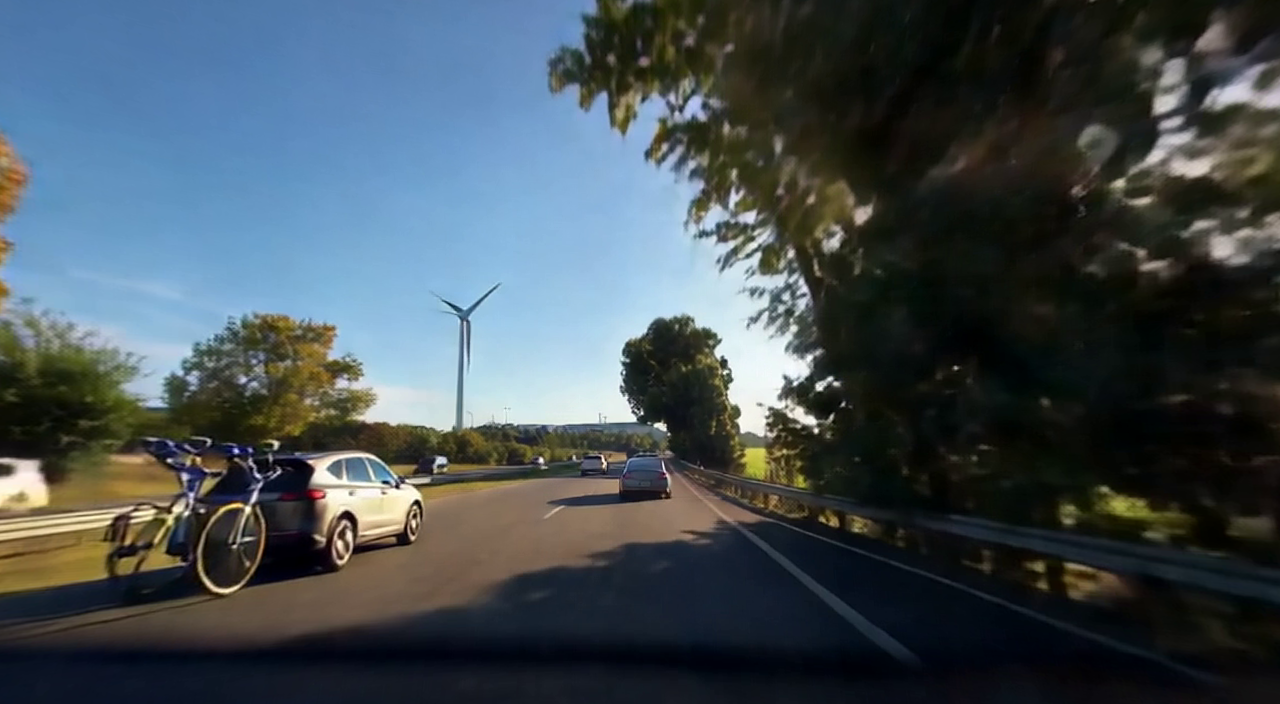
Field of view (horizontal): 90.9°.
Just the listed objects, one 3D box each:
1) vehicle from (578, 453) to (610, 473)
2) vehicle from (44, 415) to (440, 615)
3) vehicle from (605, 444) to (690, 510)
[{"bbox_3d":[-3.487,8.499,48.440,2.059,1.455,4.205,0,-9,0],"label":"vehicle"},{"bbox_3d":[-4.043,1.709,7.443,1.962,1.681,4.033,0,-9,1],"label":"vehicle"},{"bbox_3d":[0.202,3.349,17.340,2.063,1.582,3.955,0,-9,1],"label":"vehicle"}]
